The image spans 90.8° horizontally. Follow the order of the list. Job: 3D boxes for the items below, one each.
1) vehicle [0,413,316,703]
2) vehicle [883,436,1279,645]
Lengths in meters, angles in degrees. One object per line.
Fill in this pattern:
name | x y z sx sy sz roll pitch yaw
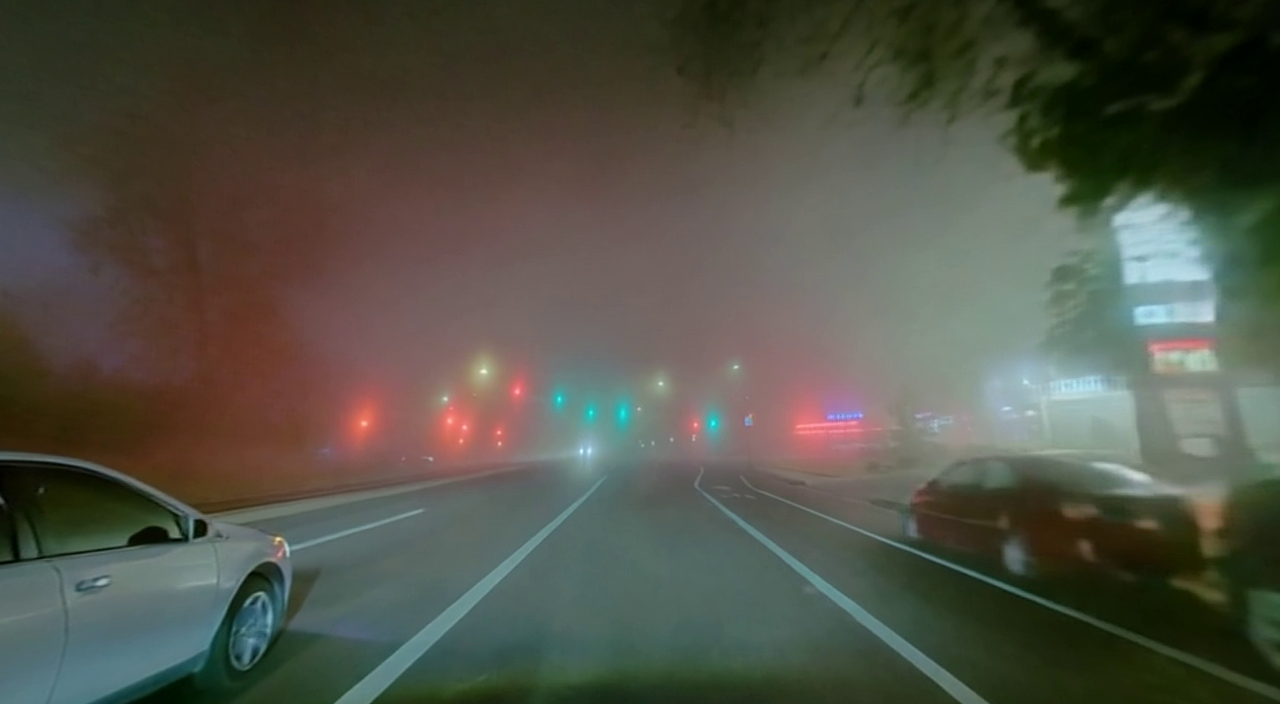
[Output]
vehicle | -3.036 0.875 1.737 1.874 1.424 4.553 0 -8 0
vehicle | 4.591 1.674 6.841 2.026 1.441 4.697 0 -8 0
